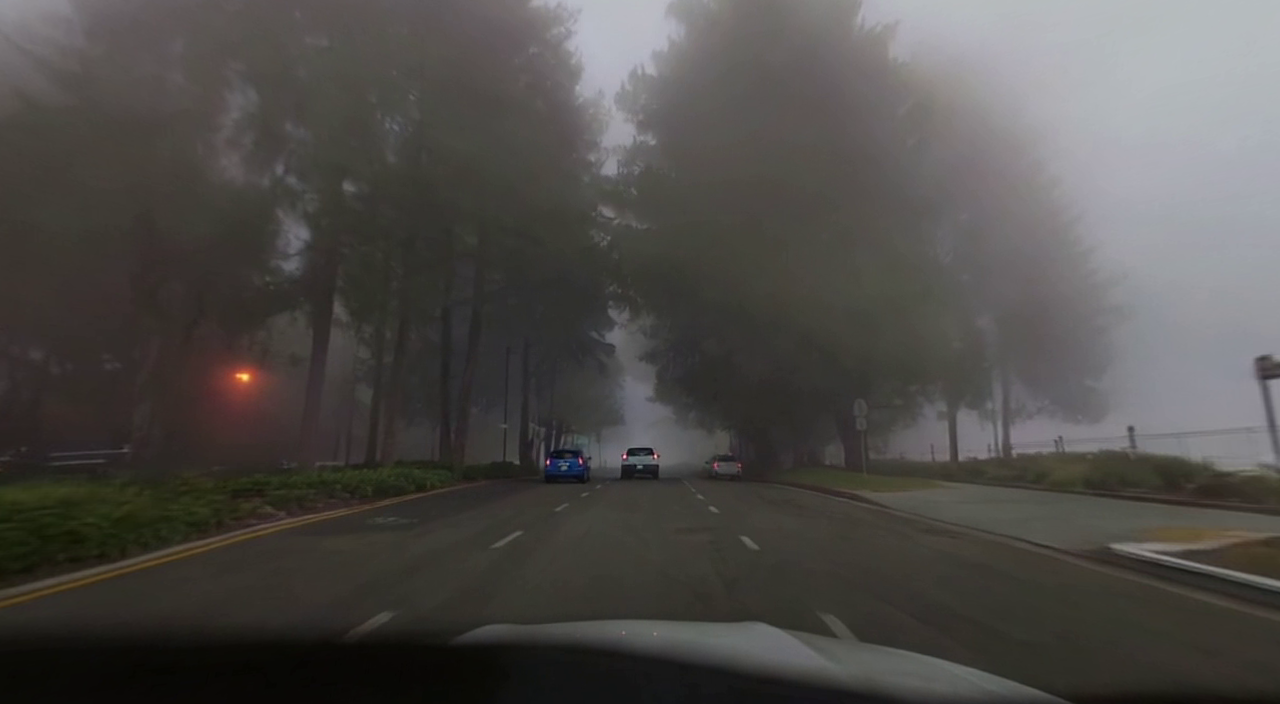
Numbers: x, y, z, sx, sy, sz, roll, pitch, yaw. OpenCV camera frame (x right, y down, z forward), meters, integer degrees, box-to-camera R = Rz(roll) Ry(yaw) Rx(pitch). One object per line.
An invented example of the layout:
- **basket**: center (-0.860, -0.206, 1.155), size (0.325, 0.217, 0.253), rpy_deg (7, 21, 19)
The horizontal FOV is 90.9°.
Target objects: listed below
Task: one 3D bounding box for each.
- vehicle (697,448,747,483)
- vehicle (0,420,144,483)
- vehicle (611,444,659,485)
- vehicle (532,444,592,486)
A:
- **vehicle**: center (3.903, 5.468, 30.618), size (1.847, 1.554, 4.052), rpy_deg (0, -8, -1)
- **vehicle**: center (-32.120, 5.359, 33.881), size (2.768, 3.022, 9.215), rpy_deg (-1, -10, 5)
- **vehicle**: center (-0.163, 5.001, 28.337), size (2.022, 1.700, 4.084), rpy_deg (0, -8, 1)
- **vehicle**: center (-3.410, 5.023, 28.446), size (2.047, 1.710, 4.314), rpy_deg (0, -8, 2)
